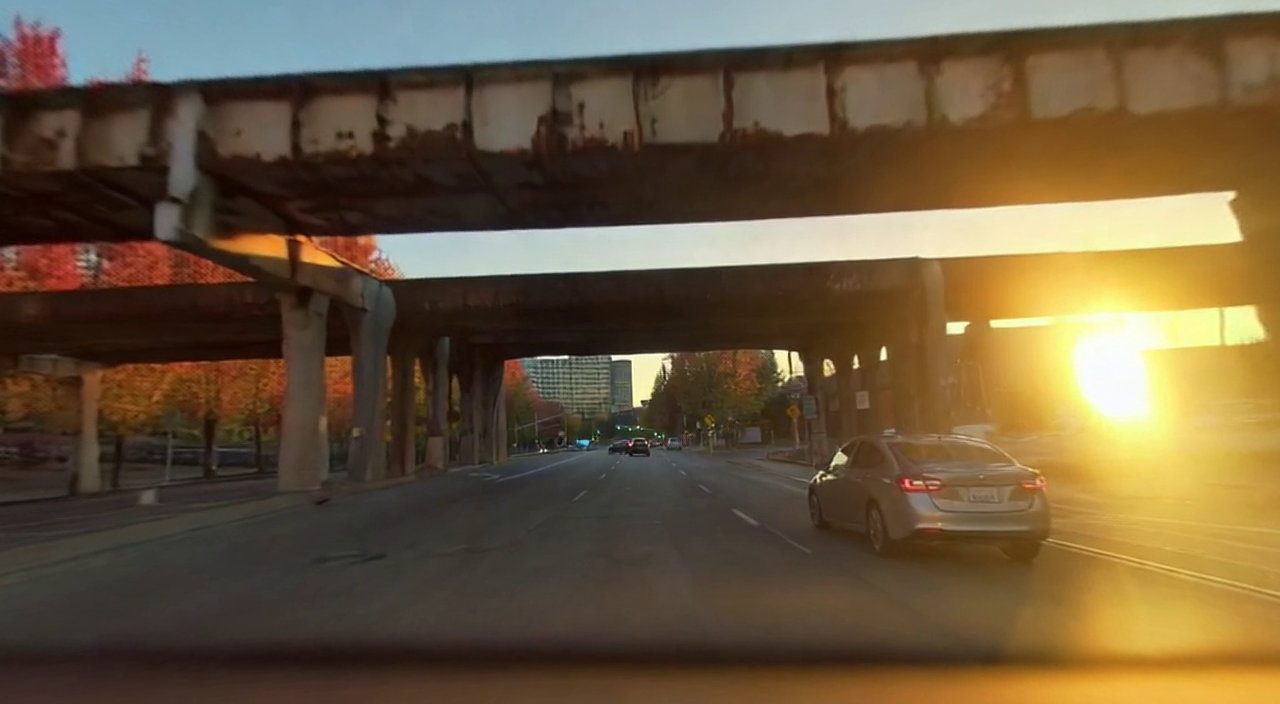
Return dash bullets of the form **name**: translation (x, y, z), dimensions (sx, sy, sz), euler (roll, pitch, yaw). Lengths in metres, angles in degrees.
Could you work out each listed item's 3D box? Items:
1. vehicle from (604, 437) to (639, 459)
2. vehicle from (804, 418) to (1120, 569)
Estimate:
- **vehicle**: translation (-1.350, 6.748, 44.151), dimensions (2.055, 1.484, 4.143), euler (1, -9, -7)
- **vehicle**: translation (3.900, 1.802, 8.761), dimensions (2.063, 1.542, 4.420), euler (0, -9, 0)
